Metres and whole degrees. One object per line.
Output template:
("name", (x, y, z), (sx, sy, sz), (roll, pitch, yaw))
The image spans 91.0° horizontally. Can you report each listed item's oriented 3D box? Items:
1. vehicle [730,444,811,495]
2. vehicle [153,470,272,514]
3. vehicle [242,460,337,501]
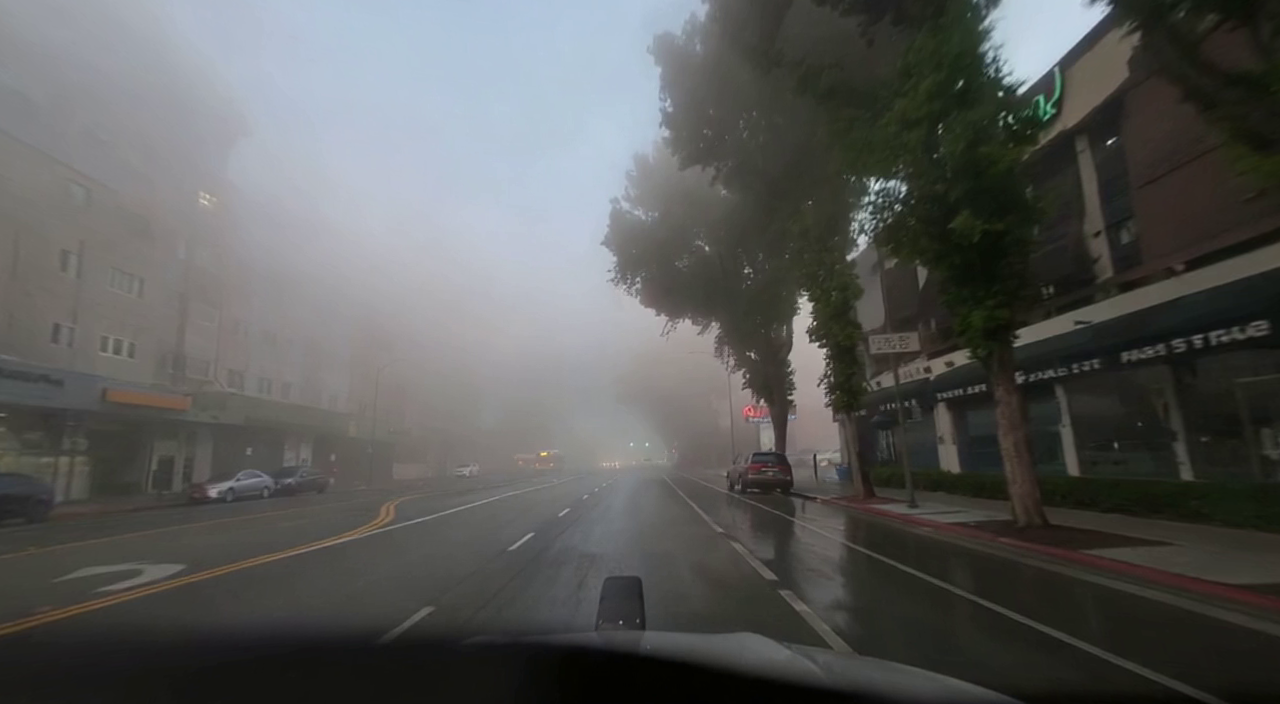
("vehicle", (5.115, 4.682, 25.527), (2.241, 1.832, 5.234), (0, -9, 1))
("vehicle", (-17.380, 5.669, 25.917), (1.767, 1.487, 4.265), (0, -9, 2))
("vehicle", (-17.549, 6.420, 31.811), (1.920, 1.796, 4.710), (0, -9, 2))
